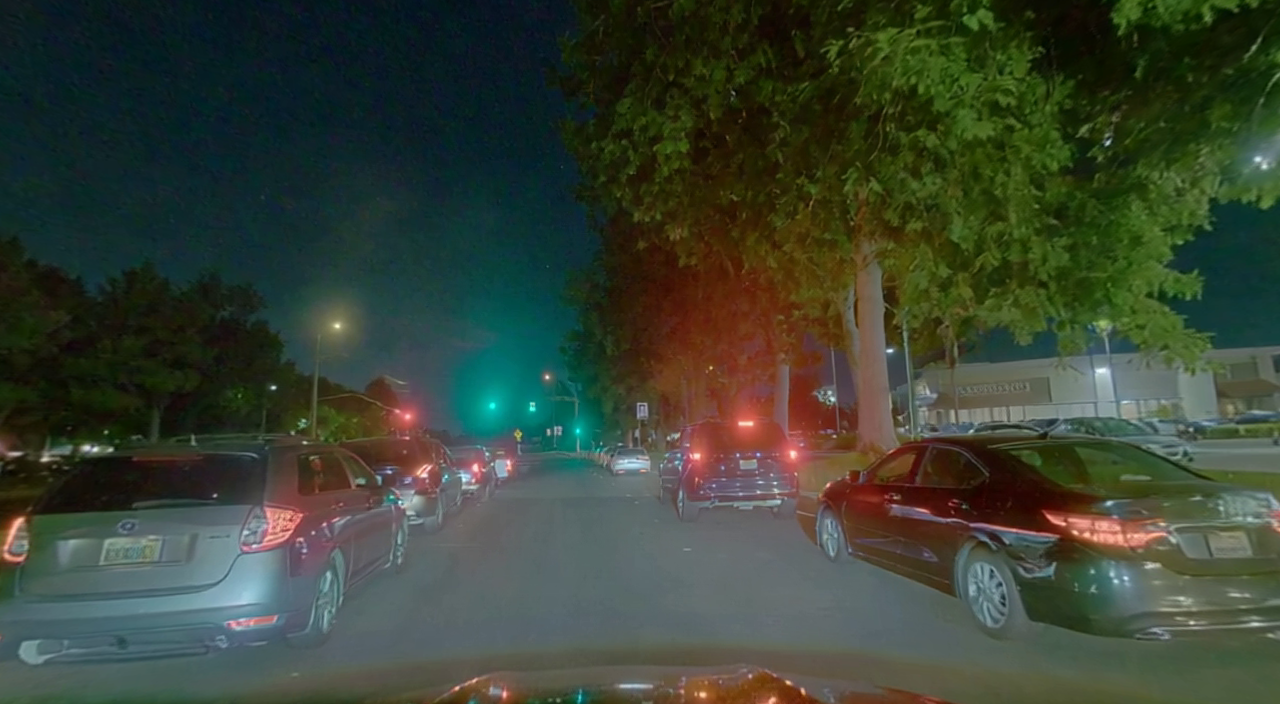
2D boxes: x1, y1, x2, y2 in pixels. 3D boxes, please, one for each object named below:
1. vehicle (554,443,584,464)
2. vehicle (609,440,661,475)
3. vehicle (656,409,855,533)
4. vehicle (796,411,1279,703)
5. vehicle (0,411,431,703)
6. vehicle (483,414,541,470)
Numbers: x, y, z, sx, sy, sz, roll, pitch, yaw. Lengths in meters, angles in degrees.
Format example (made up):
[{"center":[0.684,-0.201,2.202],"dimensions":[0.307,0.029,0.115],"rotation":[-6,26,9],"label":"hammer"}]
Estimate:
[{"center":[-5.264,7.410,46.409],"dimensions":[2.095,1.473,4.301],"rotation":[1,-8,-7],"label":"vehicle"},{"center":[-0.308,4.828,29.184],"dimensions":[1.910,1.493,4.490],"rotation":[1,-8,-7],"label":"vehicle"},{"center":[1.907,2.285,12.822],"dimensions":[2.324,1.907,5.634],"rotation":[1,-8,-7],"label":"vehicle"},{"center":[3.161,1.396,5.494],"dimensions":[1.904,1.494,4.864],"rotation":[1,-8,-6],"label":"vehicle"},{"center":[-2.881,1.342,5.063],"dimensions":[1.968,1.497,4.286],"rotation":[2,-9,-15],"label":"vehicle"},{"center":[-8.230,5.929,41.563],"dimensions":[2.820,3.263,7.986],"rotation":[1,-8,-5],"label":"vehicle"}]
